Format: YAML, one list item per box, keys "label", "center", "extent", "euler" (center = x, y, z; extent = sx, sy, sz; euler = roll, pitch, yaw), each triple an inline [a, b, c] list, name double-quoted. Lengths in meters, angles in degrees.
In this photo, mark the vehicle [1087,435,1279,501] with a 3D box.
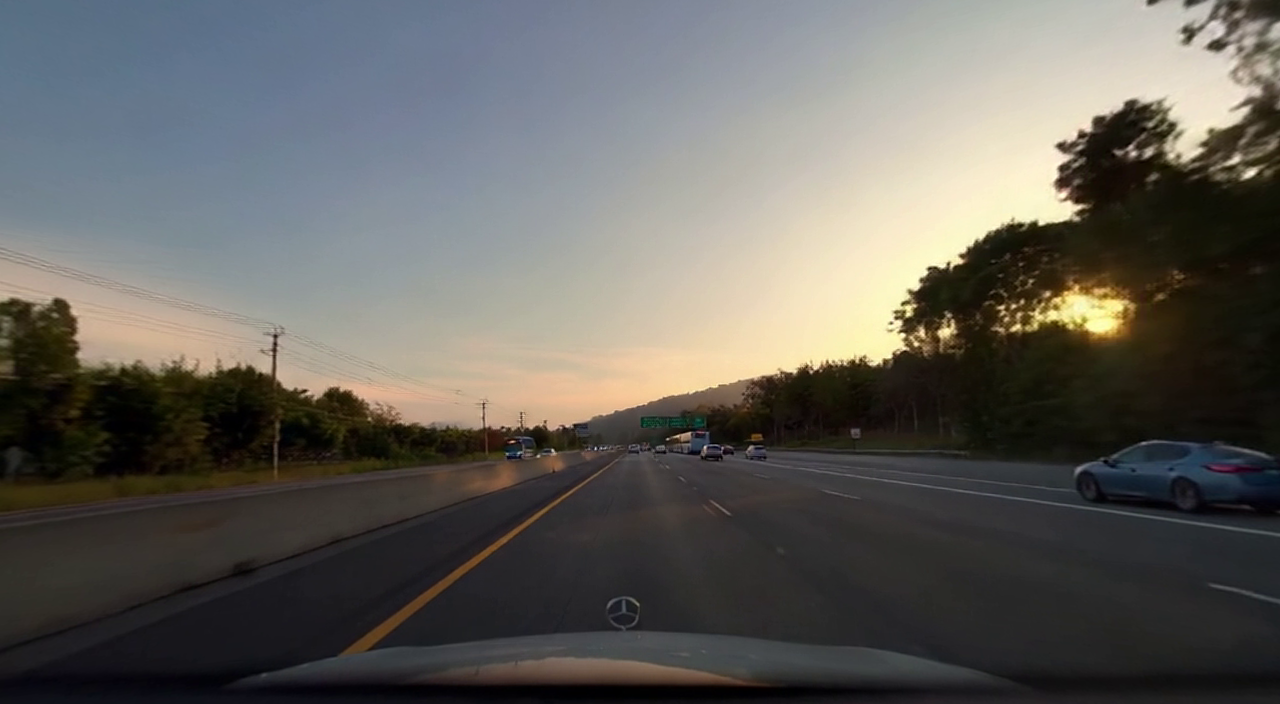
- label: "vehicle"
  center: [14.660, 3.008, 16.747]
  extent: [2.089, 1.484, 4.573]
  euler: [0, -9, -1]
